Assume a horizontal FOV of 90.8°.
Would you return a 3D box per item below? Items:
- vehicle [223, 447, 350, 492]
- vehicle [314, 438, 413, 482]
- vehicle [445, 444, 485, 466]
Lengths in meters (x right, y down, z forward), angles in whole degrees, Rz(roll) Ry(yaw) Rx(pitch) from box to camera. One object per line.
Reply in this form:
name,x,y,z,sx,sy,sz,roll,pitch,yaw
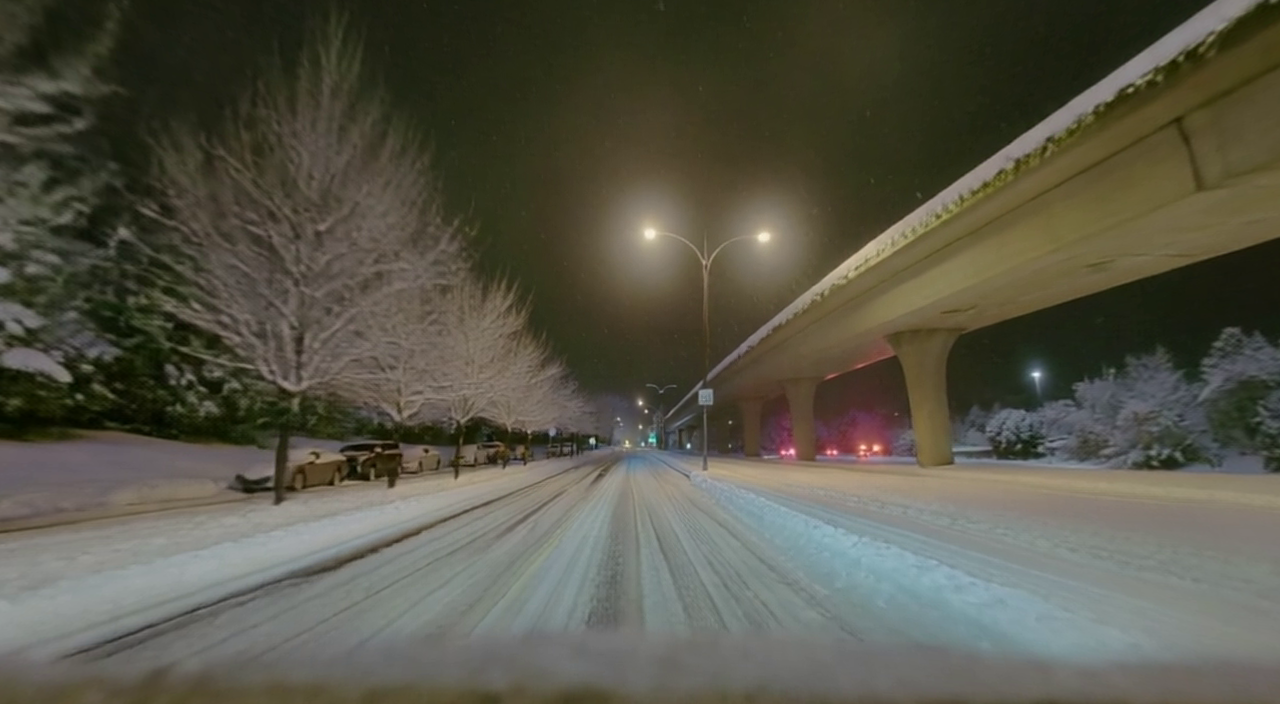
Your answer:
vehicle,-13.489,4.476,24.523,2.156,1.489,4.758,0,-8,0
vehicle,-13.138,5.136,30.496,2.064,1.809,5.545,2,-8,2
vehicle,-13.348,7.838,48.464,1.907,1.553,4.683,0,-8,-2
